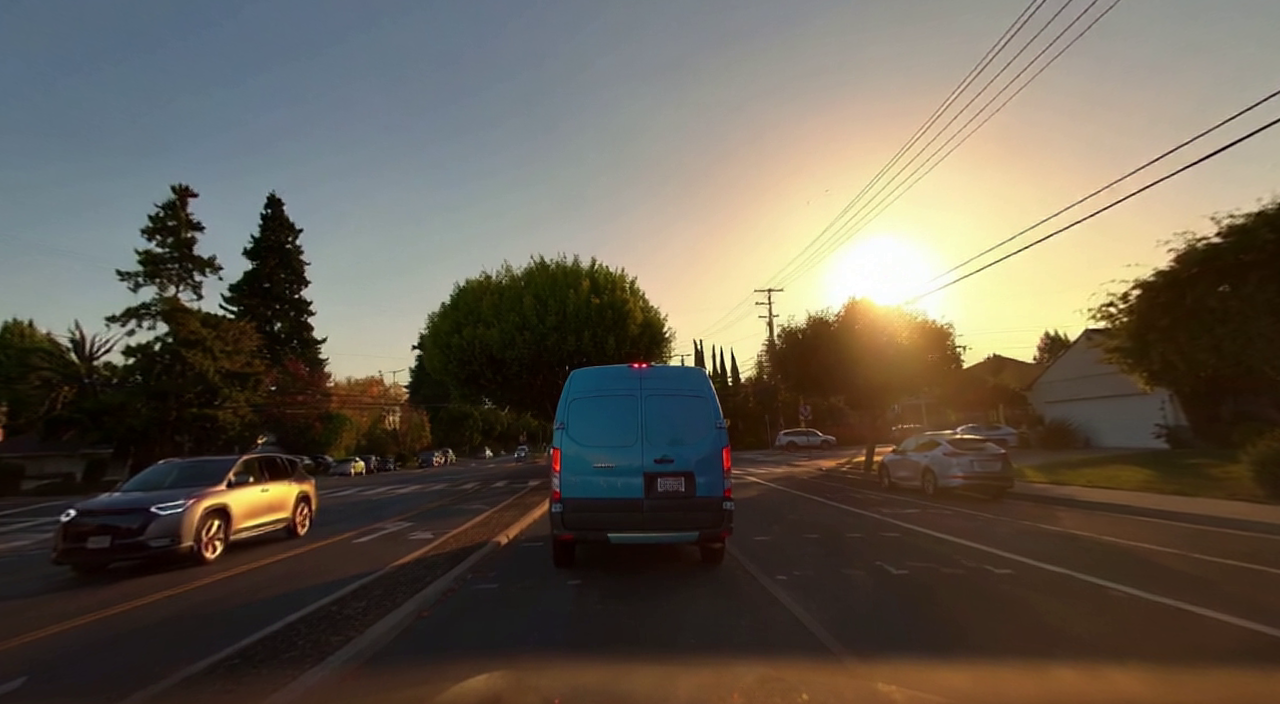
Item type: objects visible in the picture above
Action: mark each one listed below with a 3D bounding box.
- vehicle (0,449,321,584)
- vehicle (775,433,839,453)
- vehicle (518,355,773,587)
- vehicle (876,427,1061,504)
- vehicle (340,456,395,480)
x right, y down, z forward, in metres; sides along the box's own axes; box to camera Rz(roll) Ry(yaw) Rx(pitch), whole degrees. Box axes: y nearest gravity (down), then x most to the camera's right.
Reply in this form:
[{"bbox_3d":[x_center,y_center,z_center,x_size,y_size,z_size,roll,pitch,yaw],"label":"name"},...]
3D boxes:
[{"bbox_3d":[-7.490,2.508,10.615,1.997,1.724,4.417,0,-9,-1],"label":"vehicle"},{"bbox_3d":[13.152,7.186,49.815,4.483,1.463,1.805,0,-8,-1],"label":"vehicle"},{"bbox_3d":[0.057,1.451,8.342,2.342,2.142,4.809,0,-9,0],"label":"vehicle"},{"bbox_3d":[7.350,2.570,14.726,1.883,1.504,4.220,0,-9,-2],"label":"vehicle"},{"bbox_3d":[-18.335,7.807,42.721,1.816,1.445,4.120,0,-9,0],"label":"vehicle"}]
